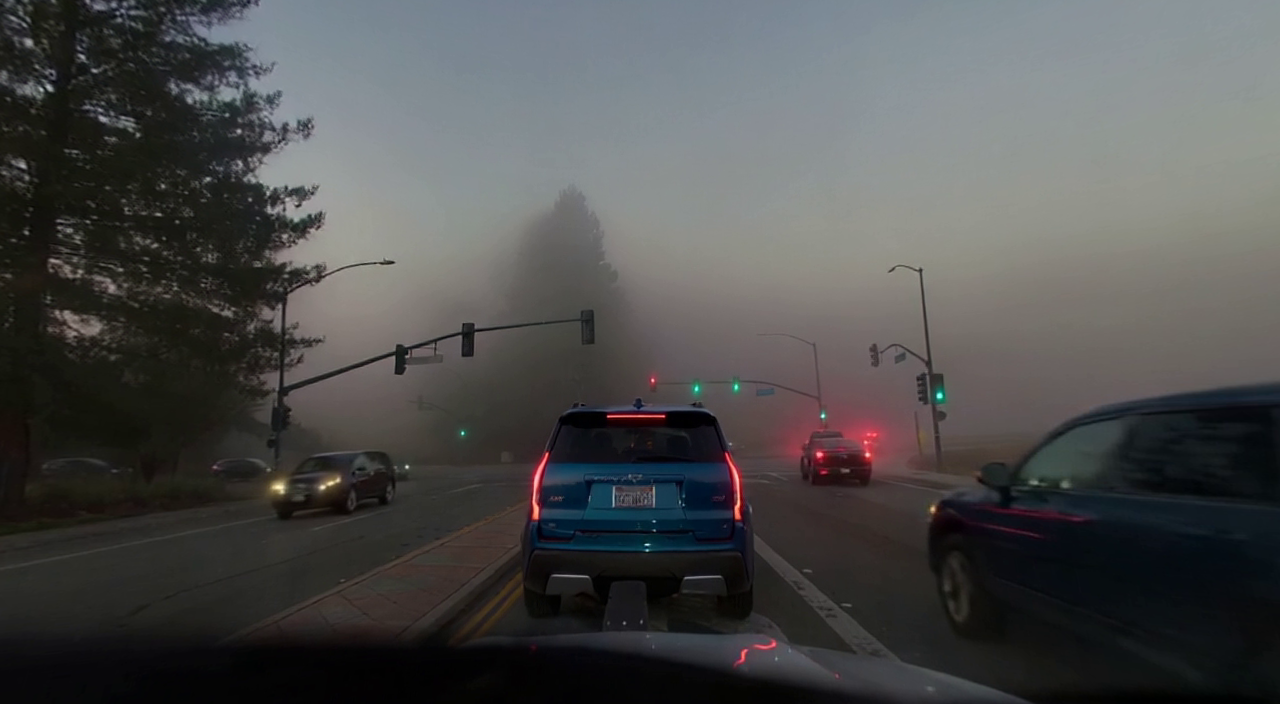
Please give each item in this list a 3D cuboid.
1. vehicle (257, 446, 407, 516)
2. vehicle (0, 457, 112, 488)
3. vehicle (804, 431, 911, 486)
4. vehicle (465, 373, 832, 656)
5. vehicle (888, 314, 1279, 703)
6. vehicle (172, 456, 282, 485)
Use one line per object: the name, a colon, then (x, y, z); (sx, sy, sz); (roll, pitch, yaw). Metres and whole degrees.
vehicle: (-8.062, 3.358, 17.083); (2.192, 1.606, 4.510); (1, -8, -6)
vehicle: (-33.233, 6.831, 35.748); (4.605, 1.626, 2.251); (0, -8, 2)
vehicle: (7.091, 3.518, 21.118); (2.012, 1.636, 4.352); (0, -8, 0)
vehicle: (0.043, 1.321, 6.117); (2.298, 1.770, 4.138); (0, -8, 0)
vehicle: (3.267, 0.866, 2.998); (2.340, 1.693, 4.516); (0, -8, 0)
vehicle: (-22.534, 6.457, 34.490); (4.559, 1.458, 2.265); (-1, -8, 7)
